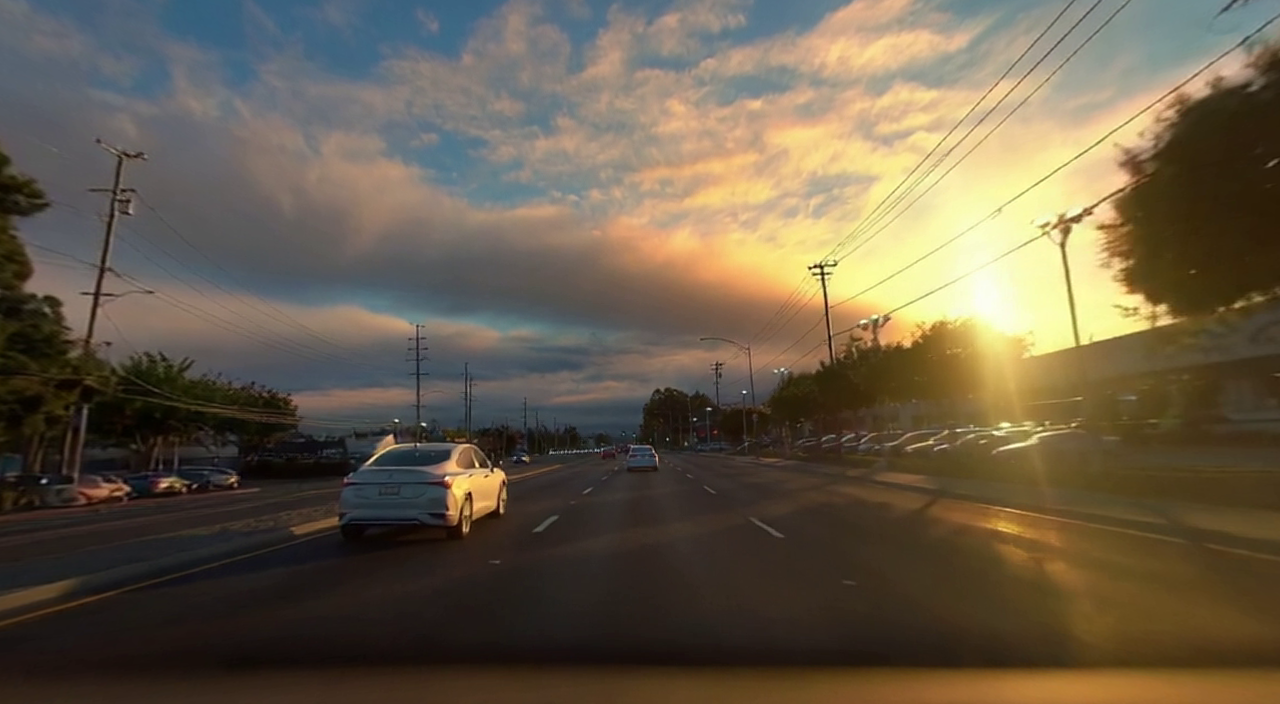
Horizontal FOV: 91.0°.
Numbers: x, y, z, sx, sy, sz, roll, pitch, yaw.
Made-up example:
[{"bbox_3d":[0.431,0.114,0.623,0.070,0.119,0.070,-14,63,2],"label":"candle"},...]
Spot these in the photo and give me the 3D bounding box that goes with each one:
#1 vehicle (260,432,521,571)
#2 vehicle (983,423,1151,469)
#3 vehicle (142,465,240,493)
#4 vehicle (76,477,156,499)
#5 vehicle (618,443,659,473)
[{"bbox_3d":[-3.124,1.954,9.059,1.939,1.496,4.309,0,-9,1],"label":"vehicle"},{"bbox_3d":[14.683,3.270,21.873,4.363,1.485,1.964,0,-9,1],"label":"vehicle"},{"bbox_3d":[-31.990,9.028,44.925,5.325,1.814,2.128,0,-9,1],"label":"vehicle"},{"bbox_3d":[-37.171,9.641,44.746,4.103,1.444,1.795,0,-9,2],"label":"vehicle"},{"bbox_3d":[-0.086,5.537,33.123,2.019,1.459,4.005,0,-9,-1],"label":"vehicle"}]
